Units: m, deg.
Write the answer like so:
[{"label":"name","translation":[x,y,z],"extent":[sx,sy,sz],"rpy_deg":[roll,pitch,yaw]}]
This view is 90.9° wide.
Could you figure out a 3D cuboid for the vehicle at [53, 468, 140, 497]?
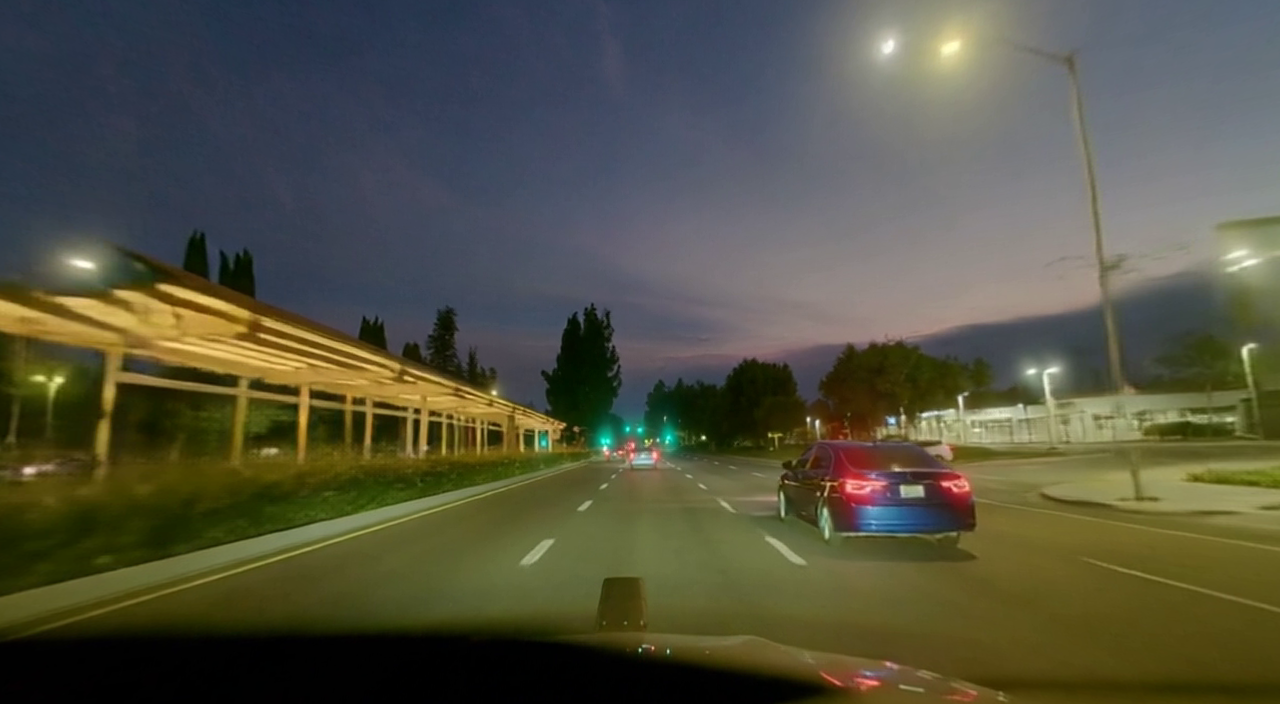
[{"label":"vehicle","translation":[-31.946,7.608,37.027],"extent":[4.557,1.468,1.938],"rpy_deg":[-4,-9,23]}]

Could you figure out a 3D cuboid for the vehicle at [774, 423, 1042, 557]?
[{"label":"vehicle","translation":[3.532,1.890,9.415],"extent":[2.067,1.497,4.327],"rpy_deg":[0,-8,0]}]

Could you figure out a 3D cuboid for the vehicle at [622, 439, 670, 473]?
[{"label":"vehicle","translation":[0.268,4.960,30.275],"extent":[2.144,1.505,4.128],"rpy_deg":[0,-8,0]}]
